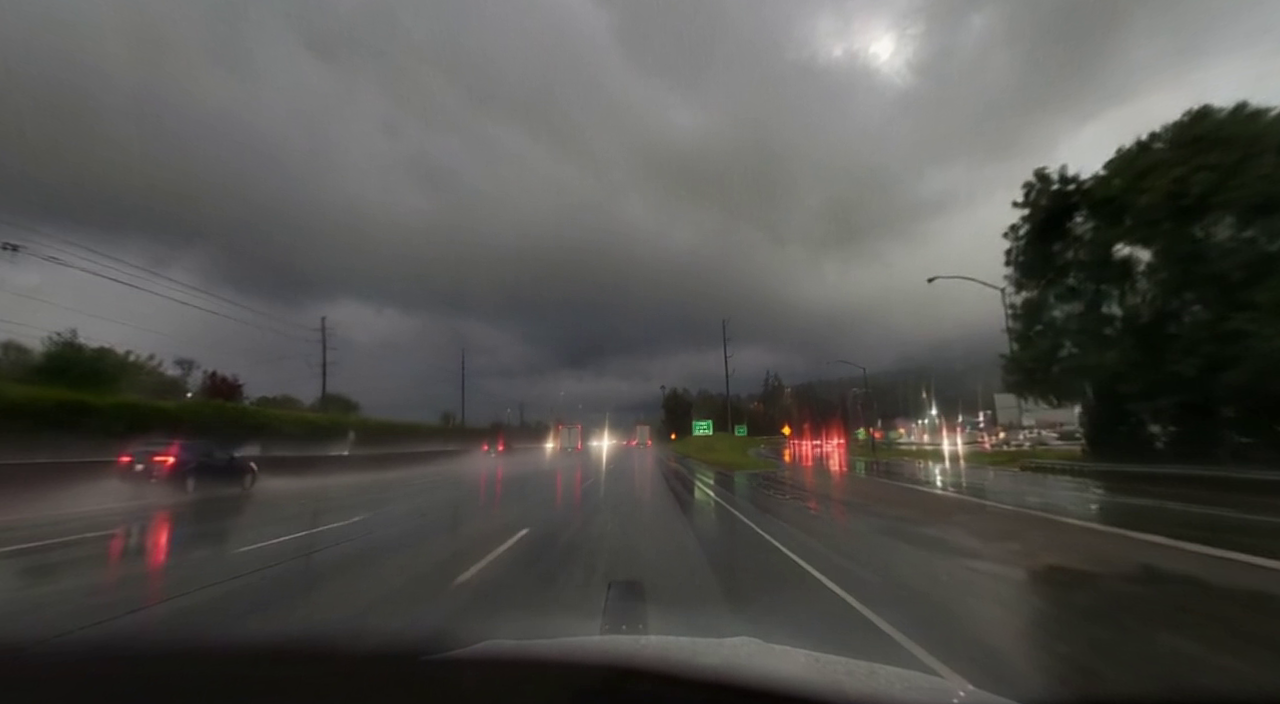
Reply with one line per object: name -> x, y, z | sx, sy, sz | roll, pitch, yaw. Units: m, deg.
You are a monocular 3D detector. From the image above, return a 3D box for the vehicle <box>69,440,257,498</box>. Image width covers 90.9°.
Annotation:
vehicle -> -13.670, 3.344, 18.509 | 1.988, 1.477, 4.442 | 0, -8, 1
